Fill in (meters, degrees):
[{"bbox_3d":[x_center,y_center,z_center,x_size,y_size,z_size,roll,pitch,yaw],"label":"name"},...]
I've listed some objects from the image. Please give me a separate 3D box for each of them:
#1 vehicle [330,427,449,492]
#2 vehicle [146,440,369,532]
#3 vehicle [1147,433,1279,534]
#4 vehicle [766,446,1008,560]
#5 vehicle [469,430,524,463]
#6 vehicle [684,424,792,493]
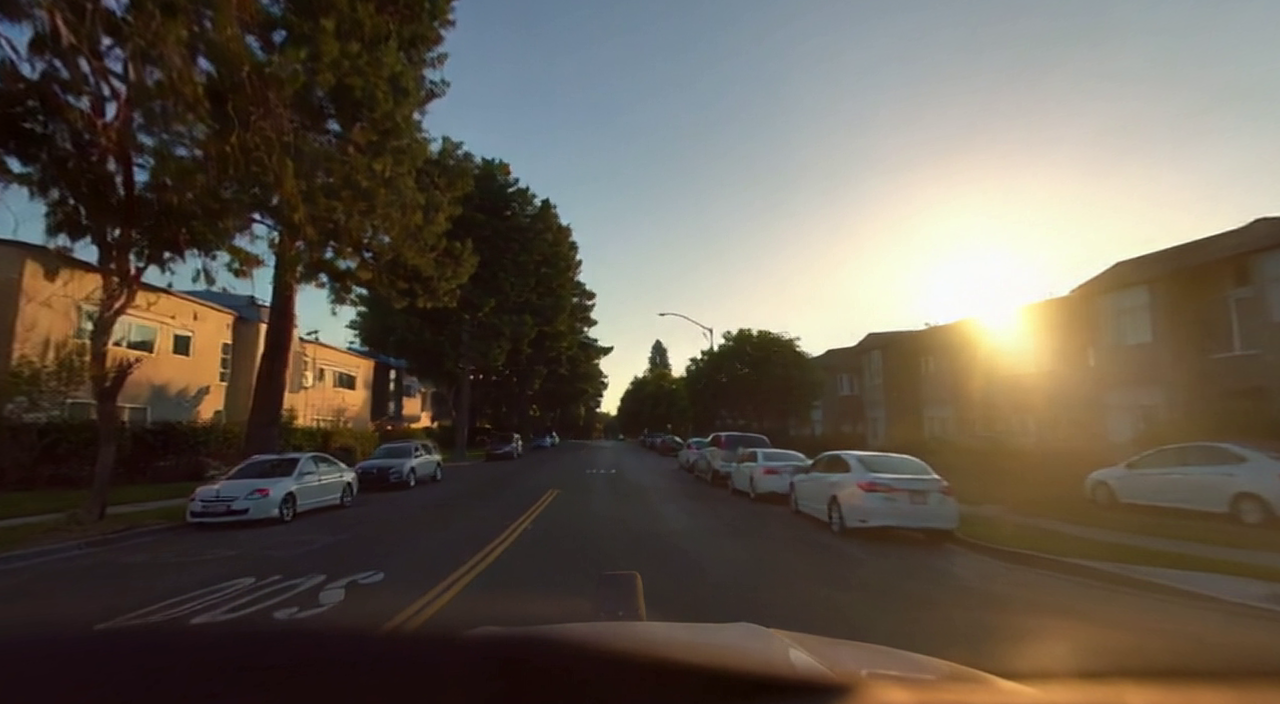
[{"bbox_3d":[-8.255,3.645,21.395,2.235,1.802,5.138,-2,-10,-4],"label":"vehicle"},{"bbox_3d":[-7.685,2.700,13.324,2.067,1.510,4.501,-2,-9,-3],"label":"vehicle"},{"bbox_3d":[10.885,2.036,10.067,3.821,1.417,2.061,1,-9,-4],"label":"vehicle"},{"bbox_3d":[3.590,2.258,10.322,1.977,1.410,4.744,0,-9,-1],"label":"vehicle"},{"bbox_3d":[-8.910,6.007,39.639,2.384,1.781,5.492,-3,-10,-2],"label":"vehicle"},{"bbox_3d":[3.065,3.554,21.366,2.365,1.970,6.011,0,-9,-3],"label":"vehicle"}]
